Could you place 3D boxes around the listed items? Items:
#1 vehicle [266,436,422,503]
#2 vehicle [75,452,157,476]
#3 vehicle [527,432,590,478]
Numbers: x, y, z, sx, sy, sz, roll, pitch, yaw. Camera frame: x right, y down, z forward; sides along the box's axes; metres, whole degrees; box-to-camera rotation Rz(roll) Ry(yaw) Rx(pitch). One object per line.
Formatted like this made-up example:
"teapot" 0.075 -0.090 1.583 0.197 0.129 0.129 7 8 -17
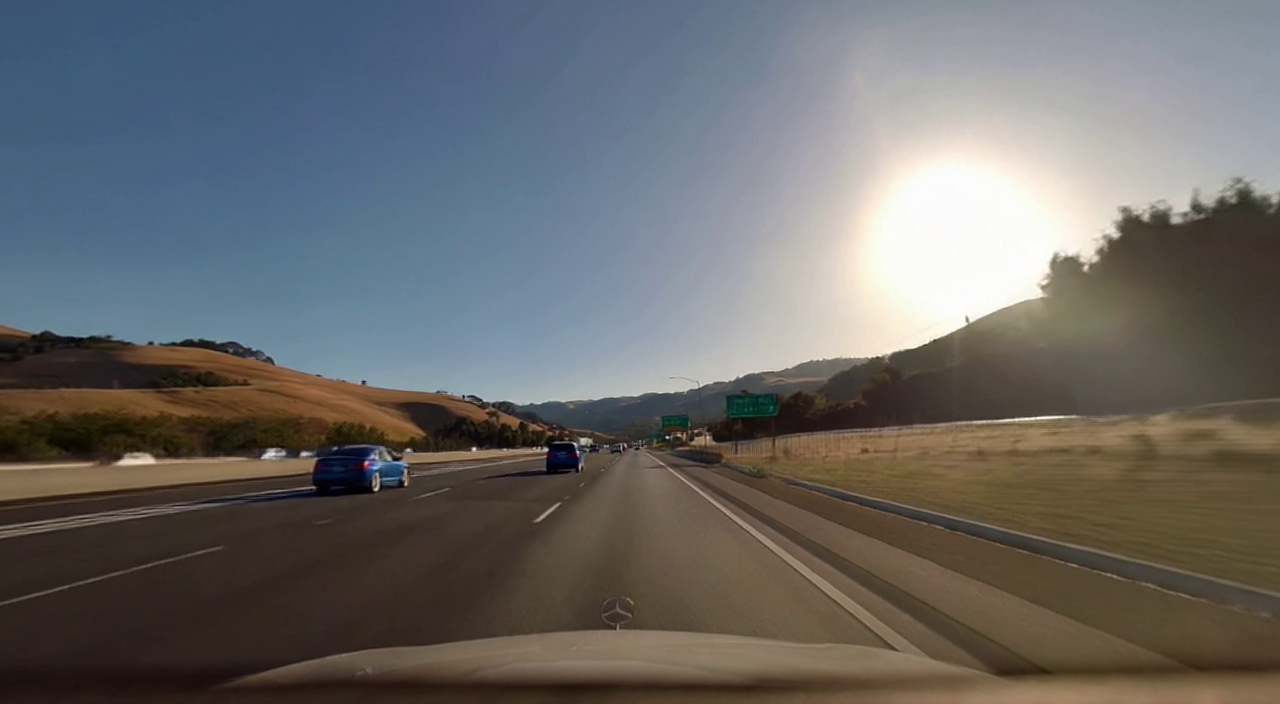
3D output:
"vehicle" -7.504 3.002 16.634 1.930 1.508 4.567 0 -8 -1
"vehicle" -36.363 7.774 44.035 1.832 1.473 4.566 0 -8 0
"vehicle" -3.330 4.316 26.780 2.029 1.753 4.718 0 -8 0
